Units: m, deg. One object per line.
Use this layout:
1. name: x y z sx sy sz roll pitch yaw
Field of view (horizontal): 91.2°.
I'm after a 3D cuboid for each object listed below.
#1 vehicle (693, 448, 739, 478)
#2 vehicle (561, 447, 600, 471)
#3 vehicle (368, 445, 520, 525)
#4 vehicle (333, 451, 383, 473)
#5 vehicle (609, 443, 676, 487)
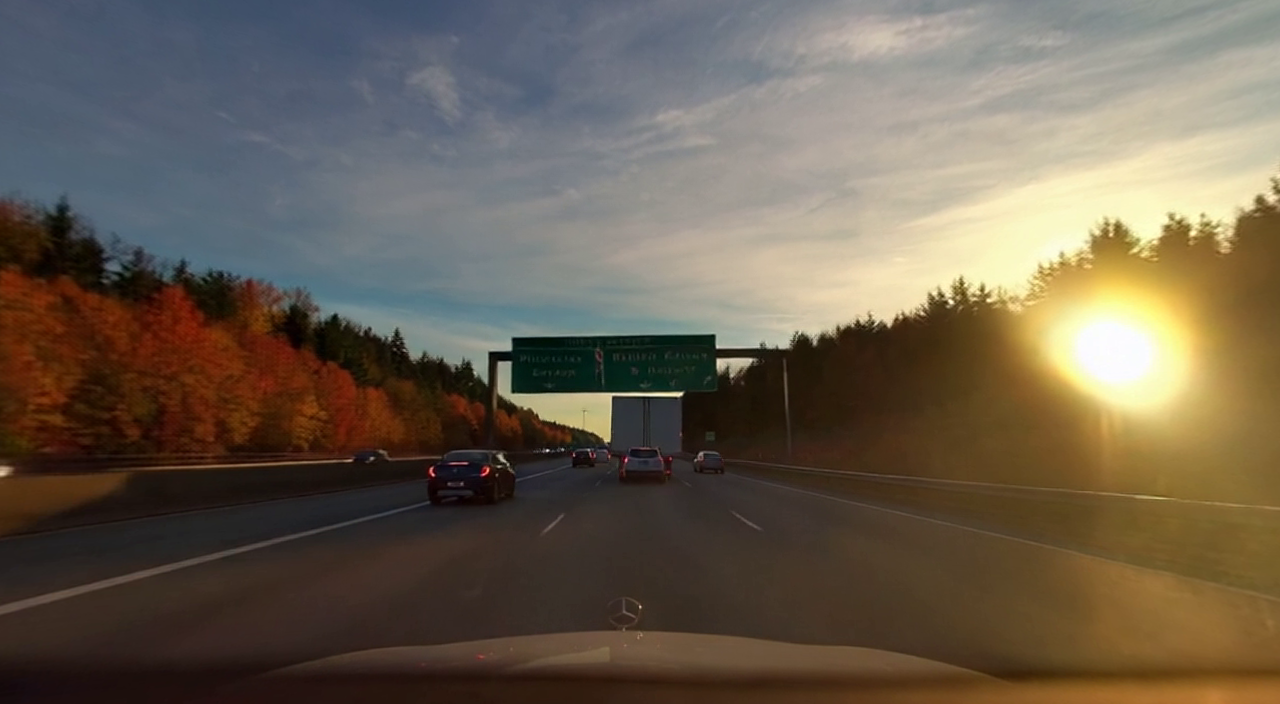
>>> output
1. vehicle: 4.270 6.342 36.037 2.035 1.571 4.413 0 -9 -1
2. vehicle: -4.398 7.982 47.034 2.545 1.679 4.267 0 -9 0
3. vehicle: -4.078 2.816 13.860 2.017 1.469 4.113 0 -9 0
4. vehicle: -22.199 8.654 49.448 1.919 1.671 4.274 0 -9 0
5. vehicle: 0.083 4.772 26.787 2.634 1.679 4.070 0 -9 0
